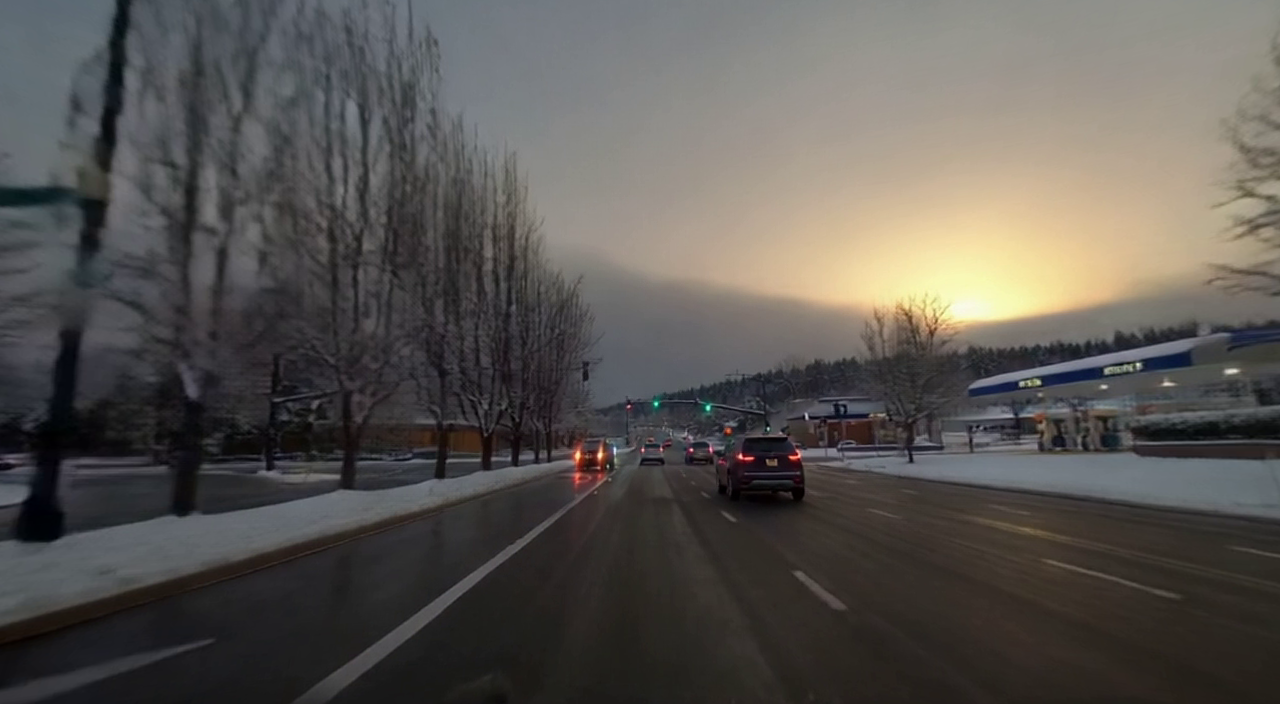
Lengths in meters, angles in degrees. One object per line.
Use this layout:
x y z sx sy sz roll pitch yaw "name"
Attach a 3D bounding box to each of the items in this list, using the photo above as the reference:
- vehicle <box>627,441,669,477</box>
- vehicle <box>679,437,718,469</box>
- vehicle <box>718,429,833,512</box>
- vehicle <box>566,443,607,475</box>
0.383 5.311 31.490 1.991 1.664 3.814 0 -8 0 "vehicle"
3.846 6.770 42.384 2.154 1.975 4.634 0 -8 0 "vehicle"
3.127 2.804 15.424 1.872 1.752 3.896 0 -8 -1 "vehicle"
-2.829 5.756 34.212 1.788 1.600 4.298 0 -8 1 "vehicle"
